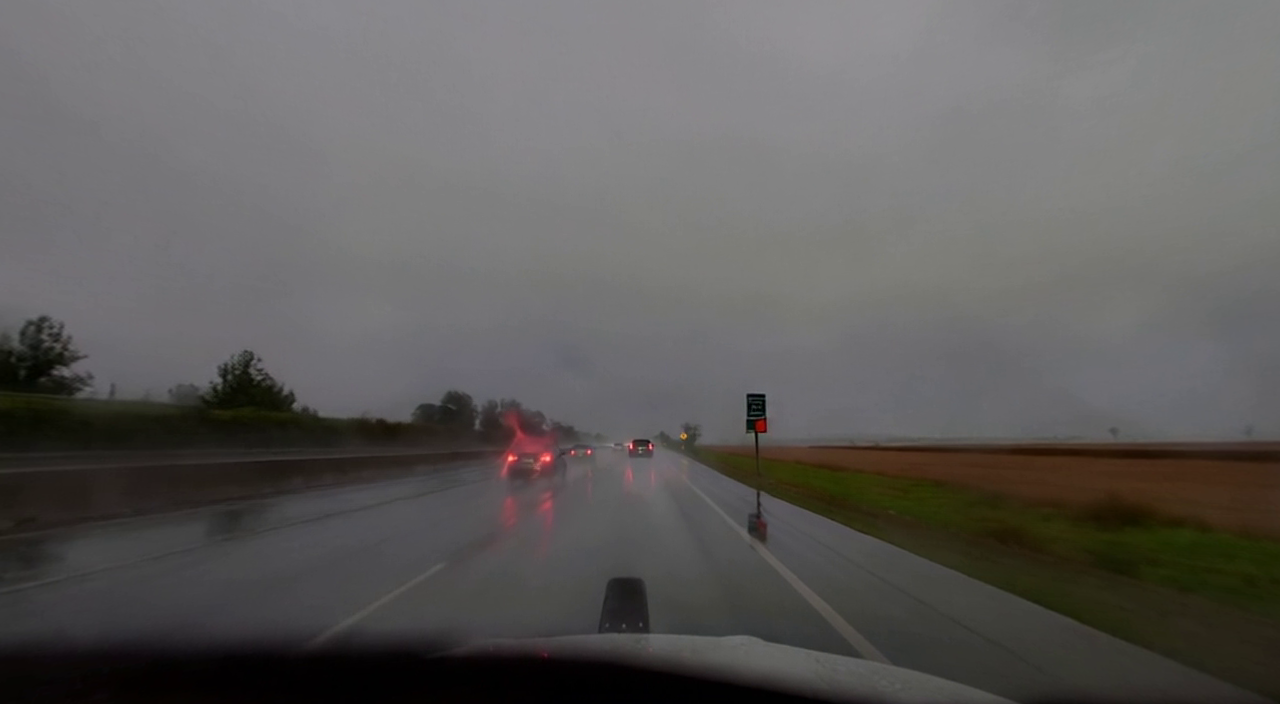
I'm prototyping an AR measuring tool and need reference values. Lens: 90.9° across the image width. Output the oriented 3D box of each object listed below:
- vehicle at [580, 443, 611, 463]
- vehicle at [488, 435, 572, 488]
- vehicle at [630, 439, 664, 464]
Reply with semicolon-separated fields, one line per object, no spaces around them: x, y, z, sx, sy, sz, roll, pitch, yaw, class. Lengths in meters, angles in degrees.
-3.468;7.904;49.743;2.066;1.497;4.253;0;-8;1;vehicle
-3.681;3.756;22.006;2.028;1.634;4.441;0;-8;1;vehicle
0.453;7.009;44.509;2.259;1.697;4.106;0;-8;0;vehicle
